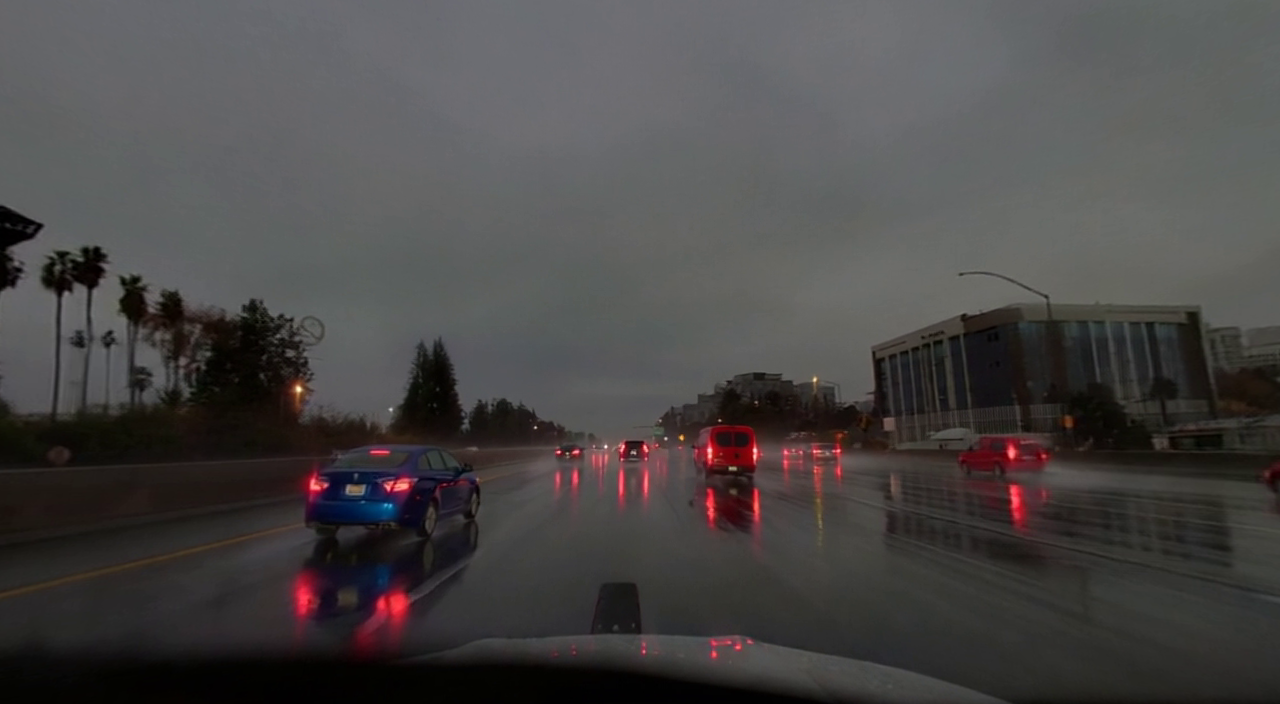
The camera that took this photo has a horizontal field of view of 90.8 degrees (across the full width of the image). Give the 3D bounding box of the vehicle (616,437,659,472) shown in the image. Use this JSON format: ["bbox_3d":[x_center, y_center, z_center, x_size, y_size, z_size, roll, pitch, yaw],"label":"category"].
[{"bbox_3d":[-0.177,5.552,34.276,2.212,1.786,4.198,0,-9,-1],"label":"vehicle"}]

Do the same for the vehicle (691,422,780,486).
[{"bbox_3d":[3.377,3.799,23.770,2.250,2.074,5.723,0,-9,-2],"label":"vehicle"}]

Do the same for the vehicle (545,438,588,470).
[{"bbox_3d":[-4.497,6.308,39.184,2.109,1.793,4.613,0,-9,0],"label":"vehicle"}]

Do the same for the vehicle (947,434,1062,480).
[{"bbox_3d":[15.089,4.382,26.520,2.010,1.721,4.871,0,-9,2],"label":"vehicle"}]

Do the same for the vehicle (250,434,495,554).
[{"bbox_3d":[-3.840,2.100,10.095,1.991,1.469,4.381,0,-9,0],"label":"vehicle"}]
